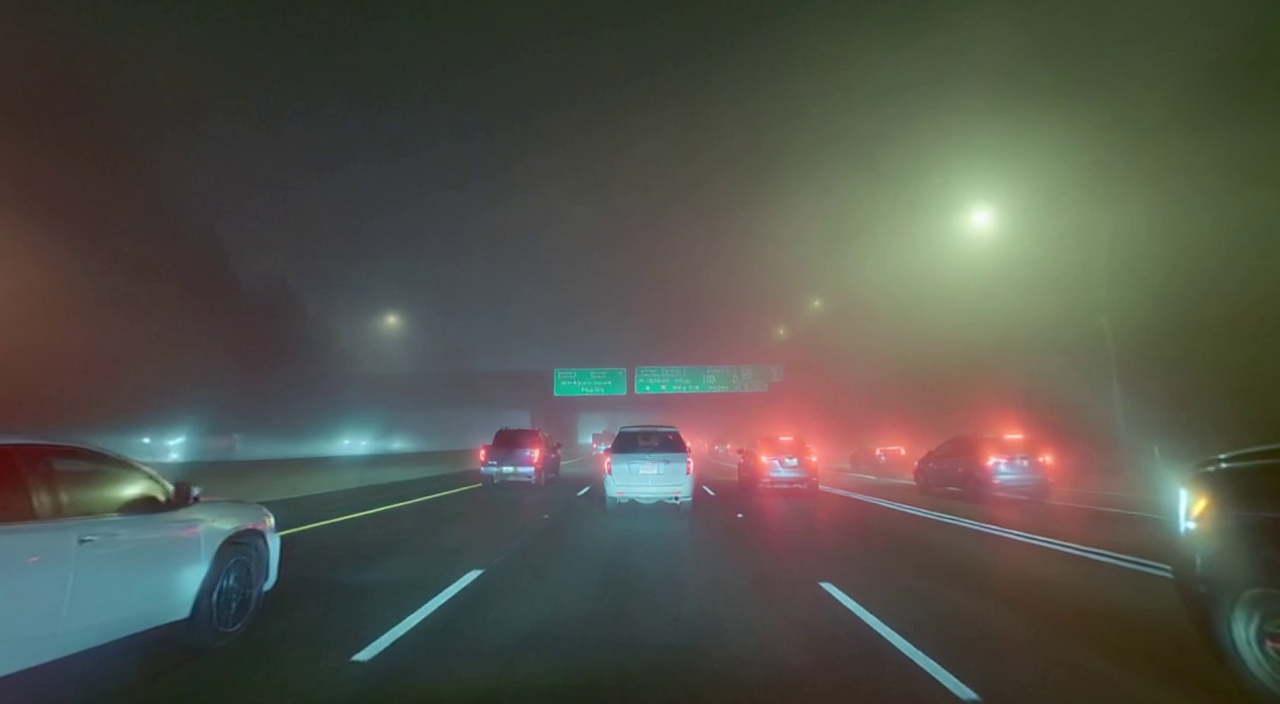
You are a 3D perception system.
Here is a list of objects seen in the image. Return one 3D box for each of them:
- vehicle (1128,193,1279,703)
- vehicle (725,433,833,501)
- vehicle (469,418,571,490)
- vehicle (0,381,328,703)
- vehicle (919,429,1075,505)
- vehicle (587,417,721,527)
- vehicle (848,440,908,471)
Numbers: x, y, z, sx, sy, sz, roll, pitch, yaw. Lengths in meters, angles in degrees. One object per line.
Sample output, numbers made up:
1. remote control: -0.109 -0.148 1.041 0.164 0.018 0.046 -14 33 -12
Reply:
1. vehicle: 3.551 0.228 0.337 2.300 2.242 5.327 0 -9 1
2. vehicle: 3.724 3.172 17.773 2.022 1.633 4.651 0 -9 0
3. vehicle: -3.932 3.512 21.924 2.212 2.101 6.052 0 -9 2
4. vehicle: -3.669 0.942 2.835 2.014 1.579 4.761 0 -9 1
5. vehicle: 9.555 3.088 17.332 1.977 1.795 4.208 0 -9 3
6. vehicle: 0.256 2.268 12.420 2.181 1.756 4.167 0 -9 1
7. vehicle: 14.812 6.456 39.472 2.085 1.754 4.466 0 -9 2
